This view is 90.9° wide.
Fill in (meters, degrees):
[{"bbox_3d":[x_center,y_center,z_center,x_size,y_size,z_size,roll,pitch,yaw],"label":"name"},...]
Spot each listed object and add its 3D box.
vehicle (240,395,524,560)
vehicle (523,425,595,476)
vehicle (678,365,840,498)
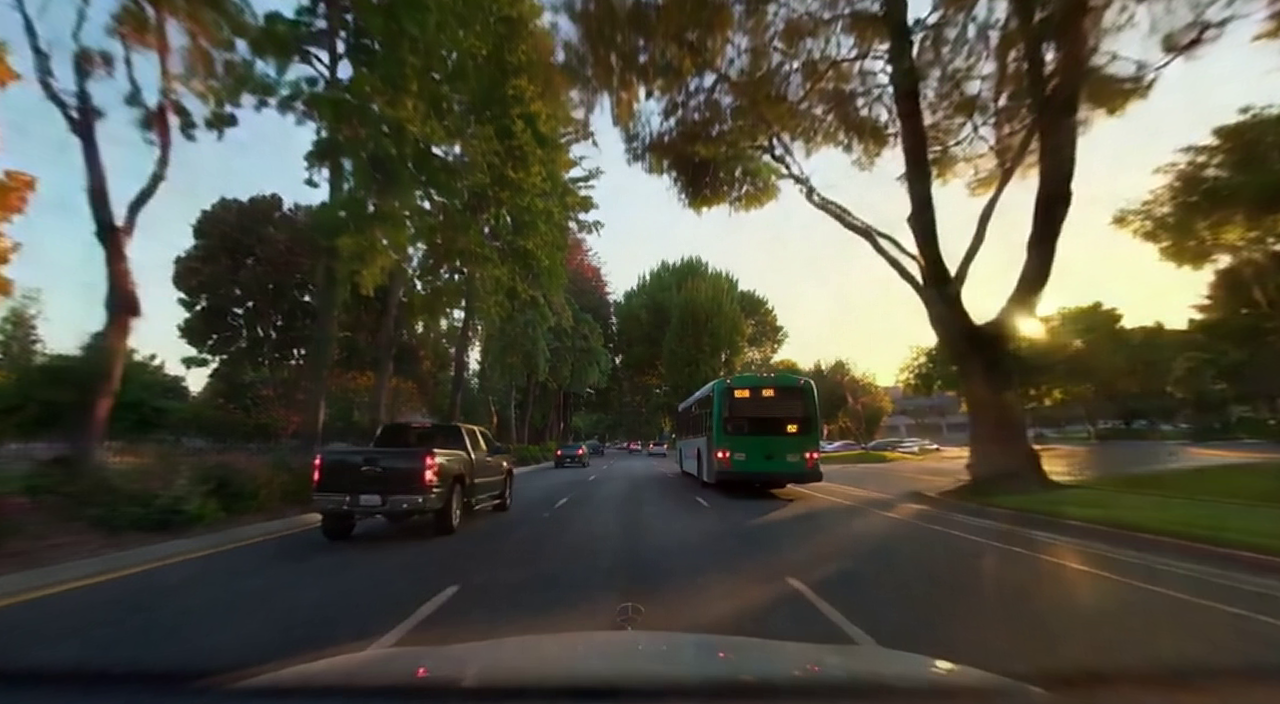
[{"bbox_3d":[-3.408,1.795,9.763,2.074,1.849,5.137,0,-8,2],"label":"vehicle"},{"bbox_3d":[-3.478,4.430,28.487,2.513,2.066,5.820,0,-8,0],"label":"vehicle"},{"bbox_3d":[3.286,2.849,21.804,3.059,3.264,12.623,0,-8,0],"label":"vehicle"}]
